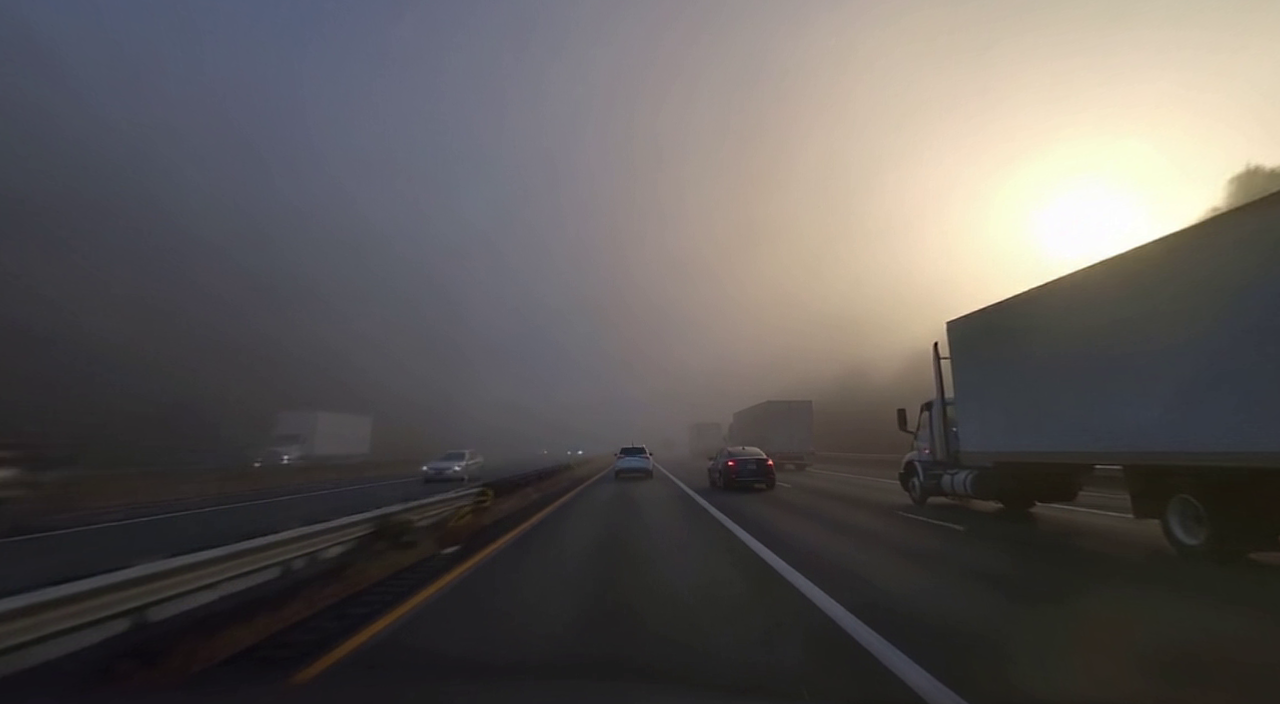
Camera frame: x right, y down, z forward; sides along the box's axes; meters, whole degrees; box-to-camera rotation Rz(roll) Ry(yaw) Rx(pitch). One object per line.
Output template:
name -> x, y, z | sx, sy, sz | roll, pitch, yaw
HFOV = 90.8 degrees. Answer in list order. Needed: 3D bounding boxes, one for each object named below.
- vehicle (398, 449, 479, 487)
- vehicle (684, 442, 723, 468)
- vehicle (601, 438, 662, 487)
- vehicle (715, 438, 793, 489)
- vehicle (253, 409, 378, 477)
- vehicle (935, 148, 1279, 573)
vehicle -> -8.040, 4.644, 25.550 | 2.002, 1.433, 3.694 | 0, -9, 2
vehicle -> 4.225, 6.933, 42.483 | 2.150, 1.632, 4.260 | 0, -9, 0
vehicle -> -0.272, 3.980, 22.892 | 2.023, 1.618, 3.628 | 0, -9, 0
vehicle -> 3.799, 3.801, 21.762 | 1.920, 1.594, 3.867 | 0, -9, 0
vehicle -> -19.178, 5.541, 38.048 | 2.870, 3.622, 8.269 | 0, -9, 2
vehicle -> 7.604, 0.487, 8.727 | 2.823, 4.063, 8.485 | 0, -9, 0
